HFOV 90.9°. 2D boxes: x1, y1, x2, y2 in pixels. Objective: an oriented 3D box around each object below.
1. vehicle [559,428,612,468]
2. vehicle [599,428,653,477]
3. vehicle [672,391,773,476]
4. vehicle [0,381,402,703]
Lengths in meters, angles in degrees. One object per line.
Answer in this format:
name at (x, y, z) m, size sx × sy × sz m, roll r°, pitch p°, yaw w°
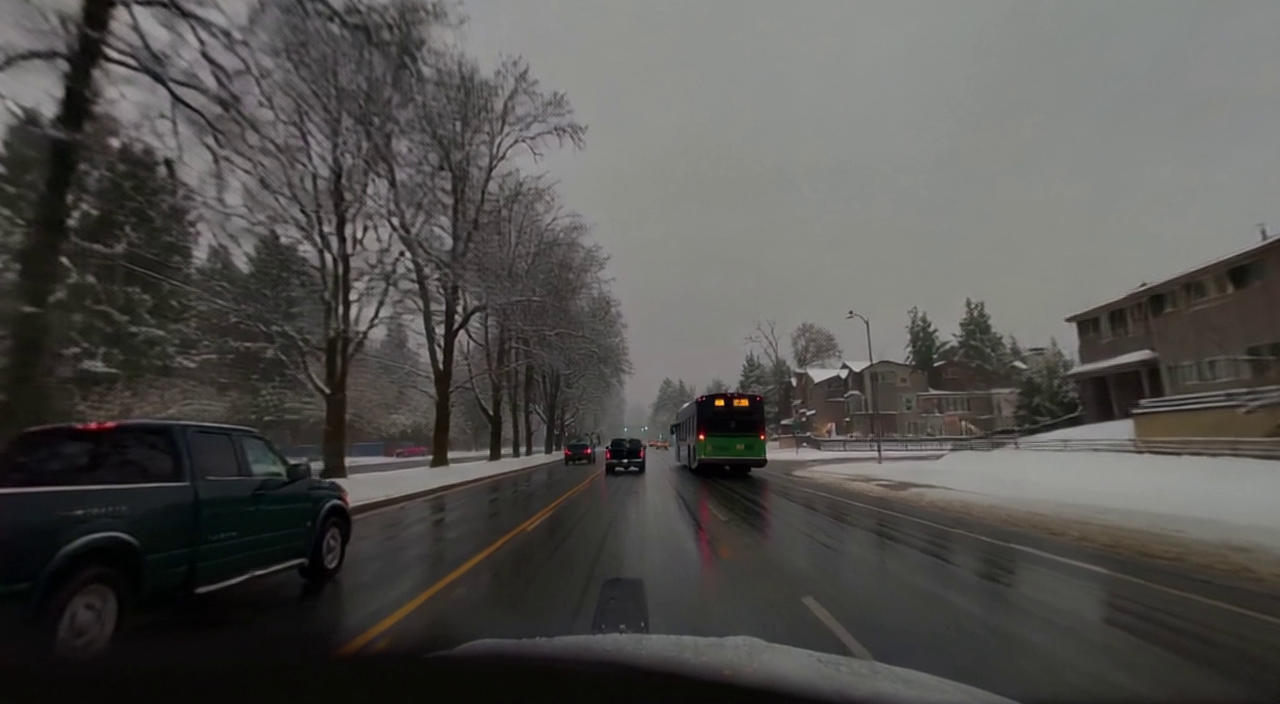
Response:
vehicle at (-2.971, 5.444, 35.947) m, size 2.513 × 2.066 × 5.820 m, roll 0°, pitch -8°, yaw 0°
vehicle at (-0.489, 4.239, 26.778) m, size 2.074 × 1.849 × 5.137 m, roll 0°, pitch -8°, yaw 1°
vehicle at (3.494, 4.056, 30.587) m, size 3.059 × 3.264 × 12.623 m, roll 0°, pitch -8°, yaw 0°
vehicle at (-3.879, 1.229, 4.998) m, size 2.109 × 1.543 × 4.535 m, roll 0°, pitch -8°, yaw 1°
